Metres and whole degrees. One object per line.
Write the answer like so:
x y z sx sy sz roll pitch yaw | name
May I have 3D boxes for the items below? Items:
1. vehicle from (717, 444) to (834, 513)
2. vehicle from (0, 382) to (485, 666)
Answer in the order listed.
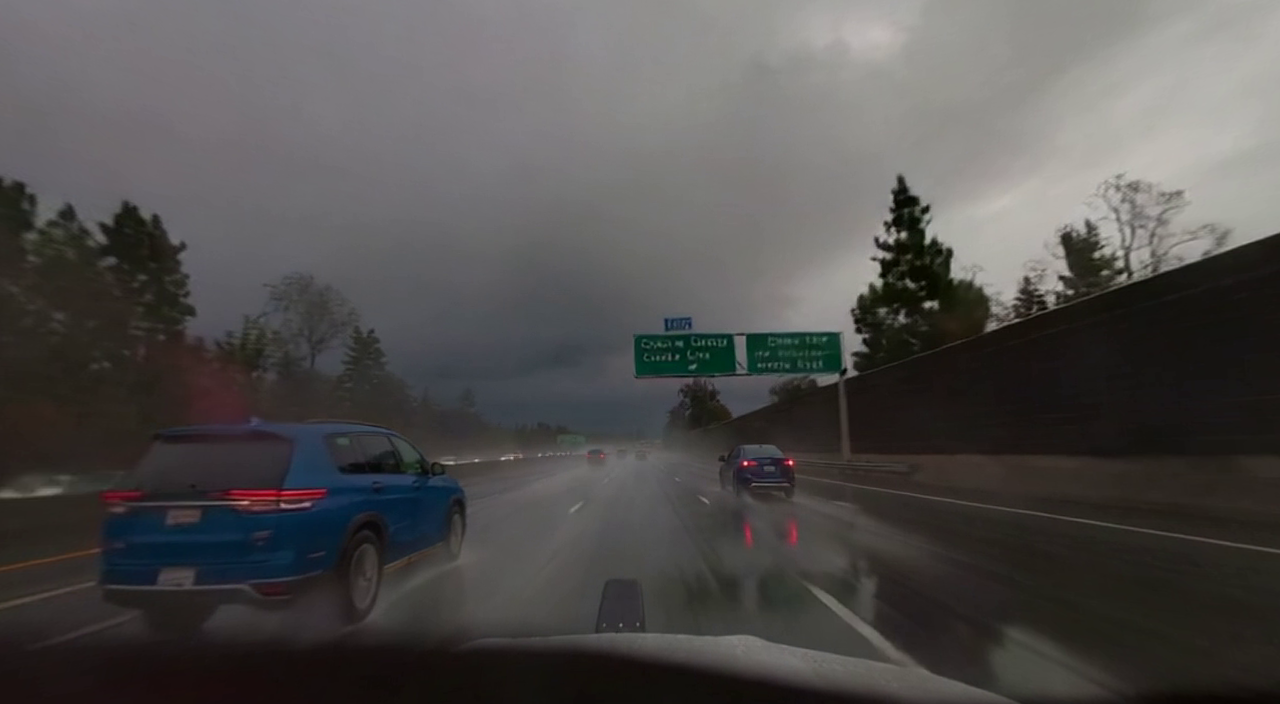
3.228 3.087 15.918 1.979 1.486 4.125 0 -9 -1 | vehicle
-3.178 1.398 6.217 2.137 1.756 4.453 0 -9 0 | vehicle
